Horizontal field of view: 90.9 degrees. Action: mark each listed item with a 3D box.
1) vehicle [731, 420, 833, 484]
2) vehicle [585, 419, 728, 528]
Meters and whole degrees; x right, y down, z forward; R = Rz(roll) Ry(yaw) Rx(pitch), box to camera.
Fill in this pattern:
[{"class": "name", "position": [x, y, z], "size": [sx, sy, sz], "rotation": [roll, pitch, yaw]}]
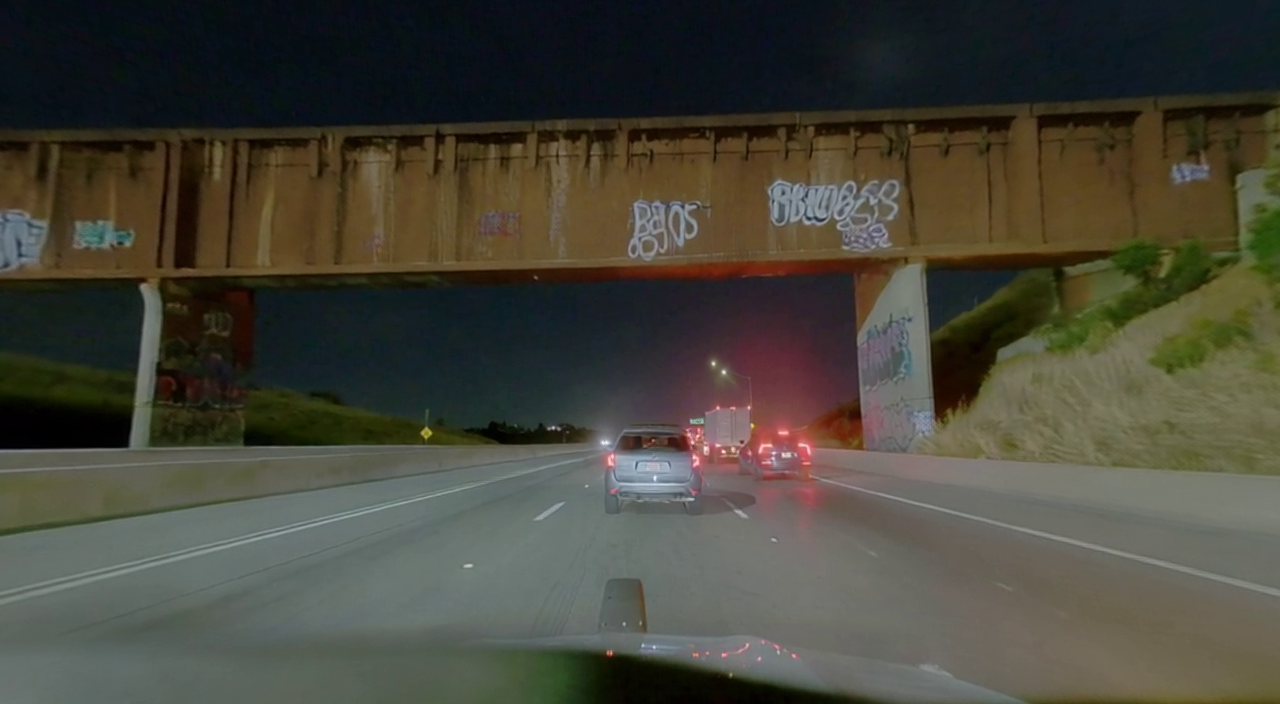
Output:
[{"class": "vehicle", "position": [4.767, 3.485, 22.283], "size": [2.311, 1.922, 5.977], "rotation": [0, -8, 1]}, {"class": "vehicle", "position": [0.284, 2.160, 11.750], "size": [2.193, 1.651, 3.946], "rotation": [0, -8, 1]}]
